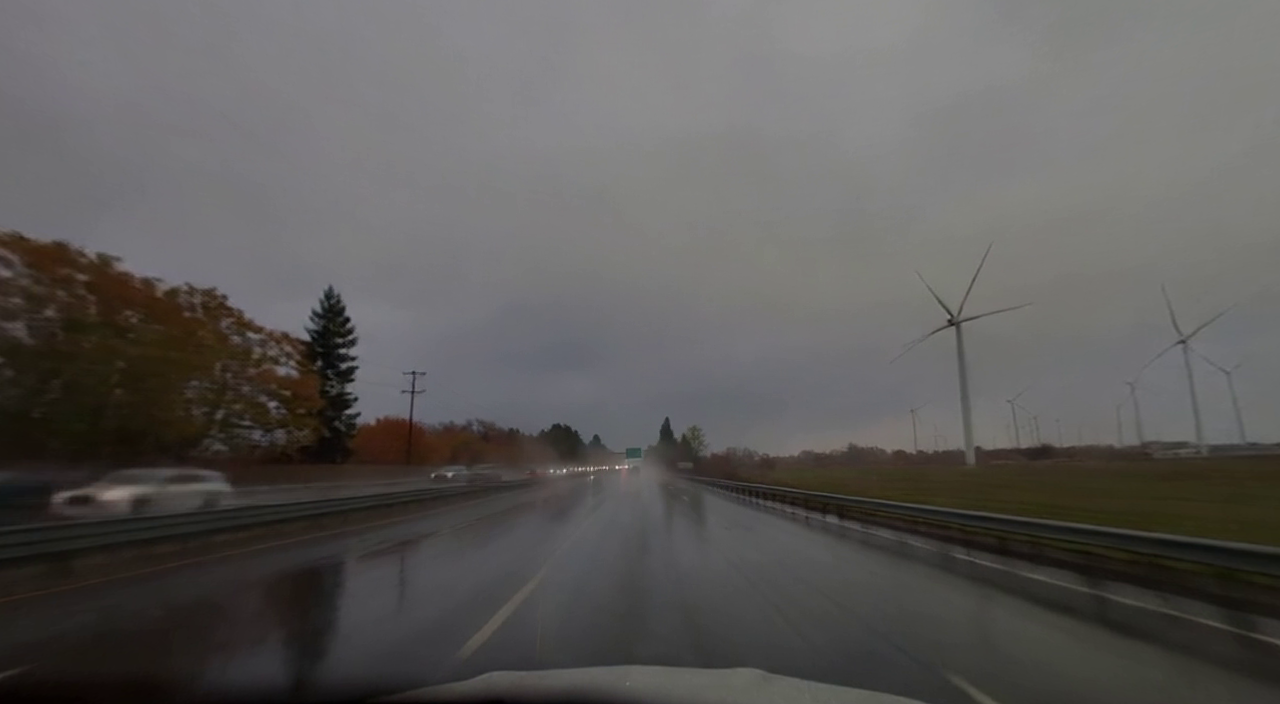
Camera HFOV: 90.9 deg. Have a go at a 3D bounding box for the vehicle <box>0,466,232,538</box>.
[{"bbox_3d":[-12.422,3.550,15.401,1.884,1.434,4.481,1,-11,0],"label":"vehicle"}]

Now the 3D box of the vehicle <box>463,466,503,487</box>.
[{"bbox_3d":[-12.162,9.676,49.013,1.978,1.546,4.071,1,-11,1],"label":"vehicle"}]
